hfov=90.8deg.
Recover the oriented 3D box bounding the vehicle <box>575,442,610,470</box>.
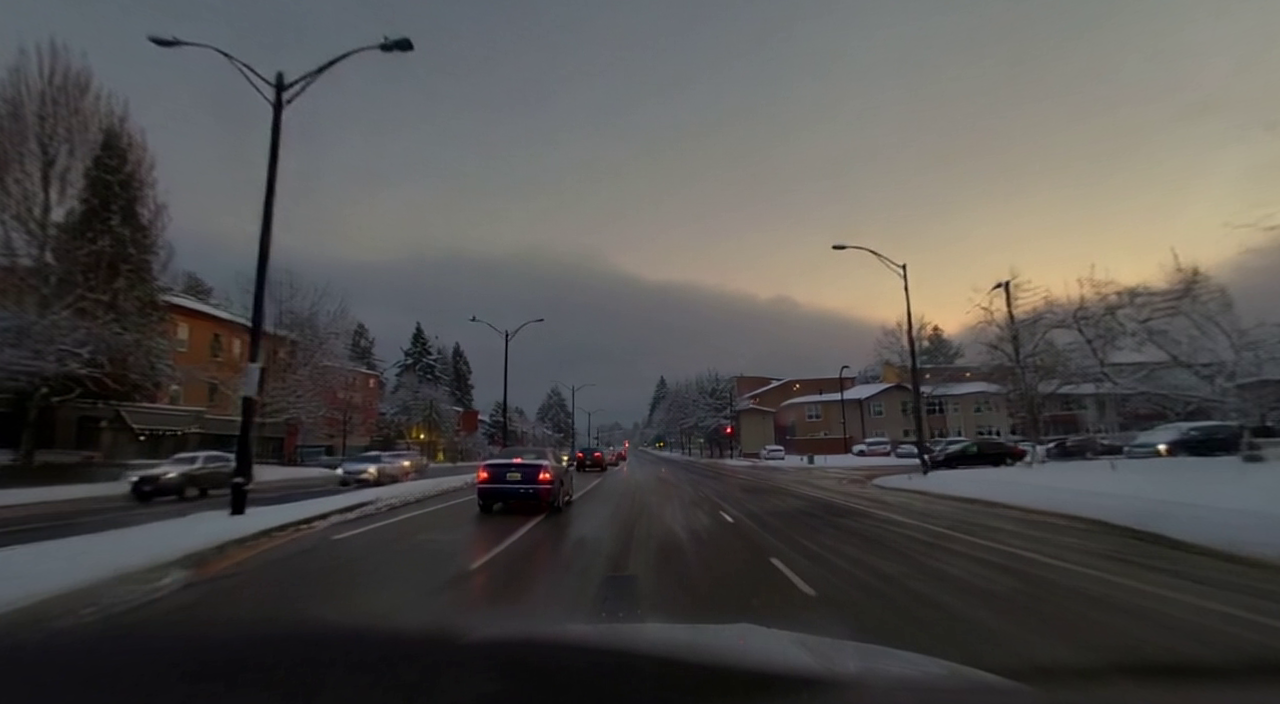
[{"bbox_3d":[-3.398,7.593,46.355,2.220,1.888,4.904,0,-9,0],"label":"vehicle"}]

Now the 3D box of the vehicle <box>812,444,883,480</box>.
[{"bbox_3d":[10.403,5.542,32.043,1.975,1.677,4.400,0,-9,-1],"label":"vehicle"}]

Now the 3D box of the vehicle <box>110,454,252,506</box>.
[{"bbox_3d":[-14.301,3.973,19.976,1.808,1.444,3.609,0,-9,-1],"label":"vehicle"}]

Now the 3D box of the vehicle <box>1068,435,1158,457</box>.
[{"bbox_3d":[34.717,6.937,46.503,4.771,1.577,2.205,-1,-9,3],"label":"vehicle"}]

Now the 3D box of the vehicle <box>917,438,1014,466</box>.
[{"bbox_3d":[18.486,5.681,36.044,4.416,1.519,1.988,-1,-9,2],"label":"vehicle"}]

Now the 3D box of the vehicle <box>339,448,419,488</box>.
[{"bbox_3d":[-10.943,4.861,26.768,1.867,1.524,3.654,0,-9,-1],"label":"vehicle"}]

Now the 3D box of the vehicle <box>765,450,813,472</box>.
[{"bbox_3d":[10.268,7.541,43.846,2.045,1.418,4.869,0,-9,-1],"label":"vehicle"}]

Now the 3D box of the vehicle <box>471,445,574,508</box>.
[{"bbox_3d":[-2.991,3.263,17.045,2.144,1.447,4.421,0,-9,-3],"label":"vehicle"}]

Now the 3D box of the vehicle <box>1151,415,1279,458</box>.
[{"bbox_3d":[33.318,4.941,36.670,5.156,2.086,2.144,-3,-10,1],"label":"vehicle"}]
